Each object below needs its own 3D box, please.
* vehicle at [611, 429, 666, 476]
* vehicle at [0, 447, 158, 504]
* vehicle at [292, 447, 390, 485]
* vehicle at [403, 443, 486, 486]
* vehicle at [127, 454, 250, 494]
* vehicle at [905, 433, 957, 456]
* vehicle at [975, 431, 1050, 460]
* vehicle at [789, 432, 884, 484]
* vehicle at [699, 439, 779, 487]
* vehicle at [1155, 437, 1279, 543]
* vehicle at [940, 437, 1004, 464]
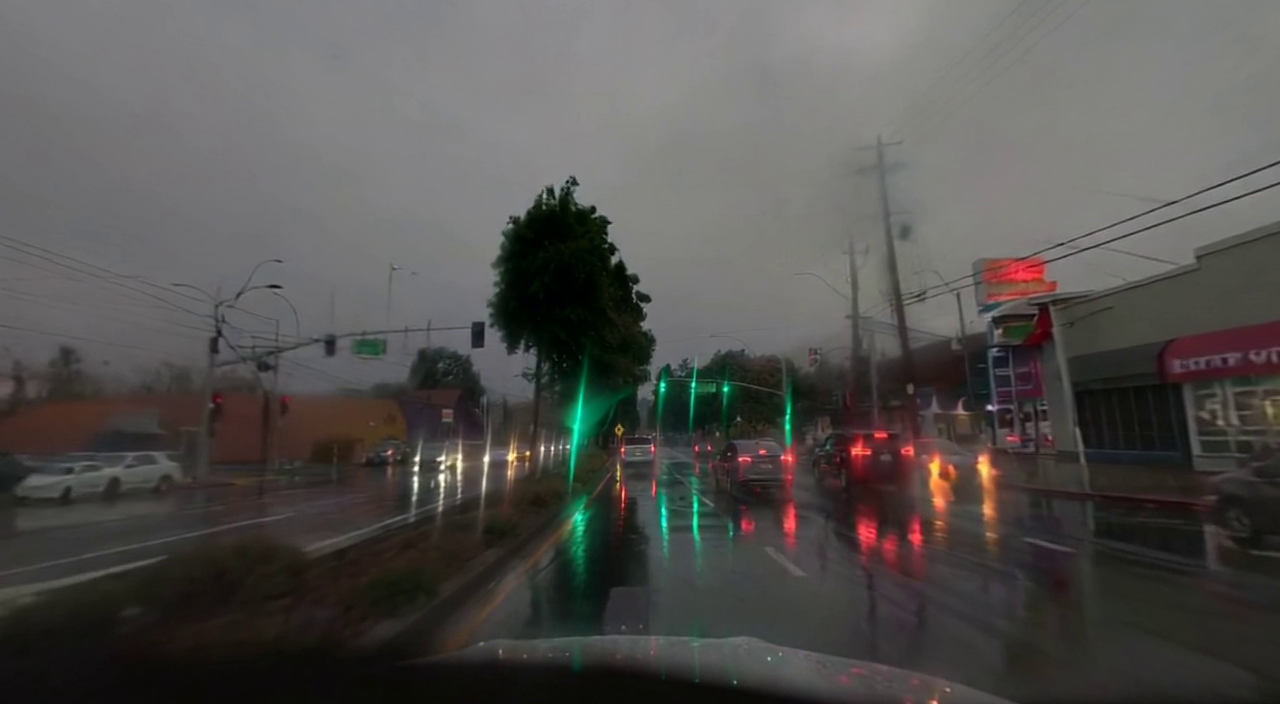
[{"bbox_3d":[-0.022,4.384,27.583,2.210,1.861,4.280,0,-8,1],"label":"vehicle"},{"bbox_3d":[-19.120,4.190,21.337,2.062,1.634,4.535,-2,-11,-1],"label":"vehicle"},{"bbox_3d":[-12.689,4.852,27.123,1.887,1.453,4.696,0,-8,0],"label":"vehicle"},{"bbox_3d":[-7.550,4.356,24.818,2.102,1.496,4.465,0,-8,-4],"label":"vehicle"},{"bbox_3d":[-18.751,5.048,26.480,1.843,1.468,4.475,-1,-8,0],"label":"vehicle"},{"bbox_3d":[22.924,7.261,49.873,1.904,1.712,4.552,0,-7,-1],"label":"vehicle"},{"bbox_3d":[22.178,5.642,37.714,1.988,1.632,4.181,0,-9,2],"label":"vehicle"},{"bbox_3d":[7.073,3.859,23.230,2.040,1.738,4.414,0,-8,-1],"label":"vehicle"},{"bbox_3d":[3.310,3.790,21.945,1.963,1.484,4.609,0,-8,-1],"label":"vehicle"},{"bbox_3d":[10.202,2.032,9.000,1.845,1.454,4.620,0,-6,0],"label":"vehicle"},{"bbox_3d":[19.845,5.881,37.842,1.807,1.491,3.858,-1,-8,2],"label":"vehicle"}]
